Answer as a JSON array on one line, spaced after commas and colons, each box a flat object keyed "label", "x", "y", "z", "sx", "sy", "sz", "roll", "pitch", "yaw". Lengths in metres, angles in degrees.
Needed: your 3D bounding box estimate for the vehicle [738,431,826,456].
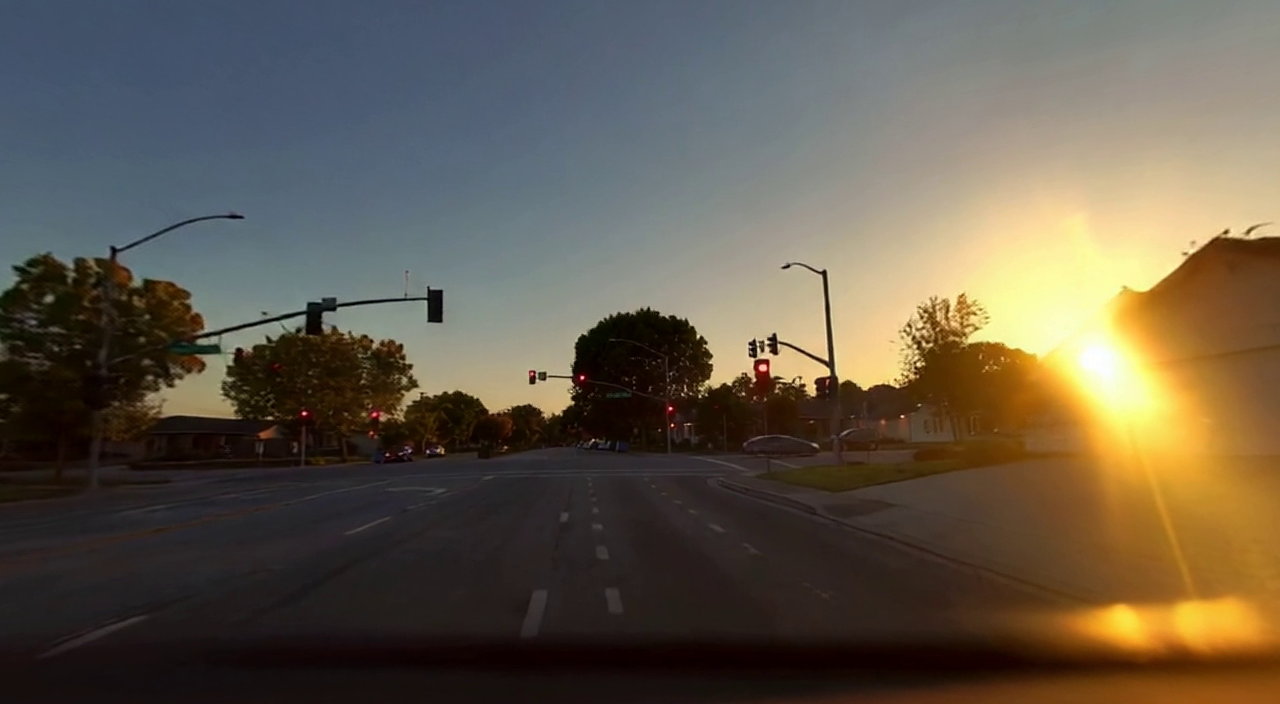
[{"label": "vehicle", "x": 8.447, "y": 5.482, "z": 37.669, "sx": 4.759, "sy": 1.461, "sz": 1.788, "roll": 1, "pitch": -8, "yaw": -4}]
